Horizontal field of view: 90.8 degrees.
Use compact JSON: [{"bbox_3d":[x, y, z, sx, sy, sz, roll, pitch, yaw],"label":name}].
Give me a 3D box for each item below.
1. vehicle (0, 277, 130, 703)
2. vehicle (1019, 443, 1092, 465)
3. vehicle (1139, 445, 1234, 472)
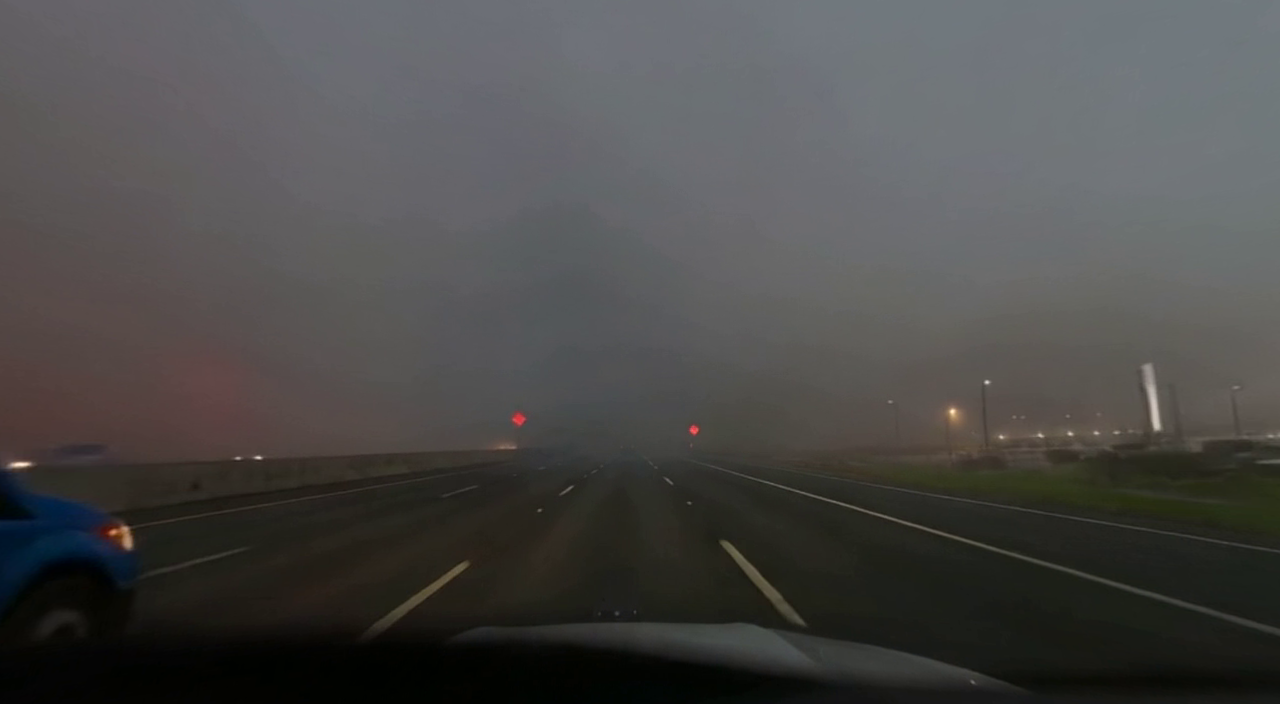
[{"bbox_3d":[-3.686,0.434,0.969,2.046,1.982,4.465,0,-9,-1],"label":"vehicle"},{"bbox_3d":[29.638,7.282,45.094,3.810,1.500,1.922,0,-8,0],"label":"vehicle"},{"bbox_3d":[30.008,5.860,34.745,3.595,1.393,1.803,0,-8,-2],"label":"vehicle"}]
